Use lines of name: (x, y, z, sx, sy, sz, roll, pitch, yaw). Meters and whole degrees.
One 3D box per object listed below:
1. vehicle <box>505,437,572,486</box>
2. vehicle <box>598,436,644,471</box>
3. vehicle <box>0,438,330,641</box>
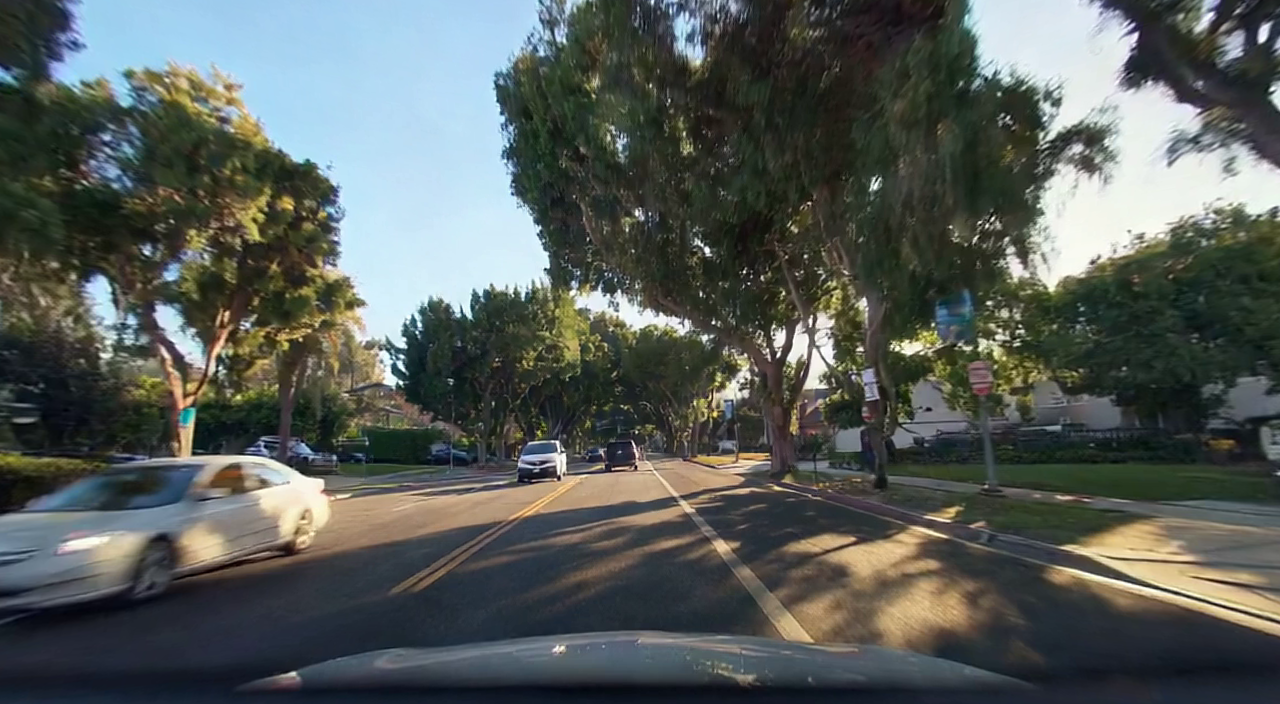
vehicle: (-4.107, 4.488, 26.178, 2.037, 1.724, 4.512, -2, -9, -1)
vehicle: (-1.075, 6.046, 37.688, 2.554, 1.902, 5.329, 0, -9, 0)
vehicle: (-5.469, 1.781, 6.962, 1.986, 1.470, 4.431, -3, -9, -2)
